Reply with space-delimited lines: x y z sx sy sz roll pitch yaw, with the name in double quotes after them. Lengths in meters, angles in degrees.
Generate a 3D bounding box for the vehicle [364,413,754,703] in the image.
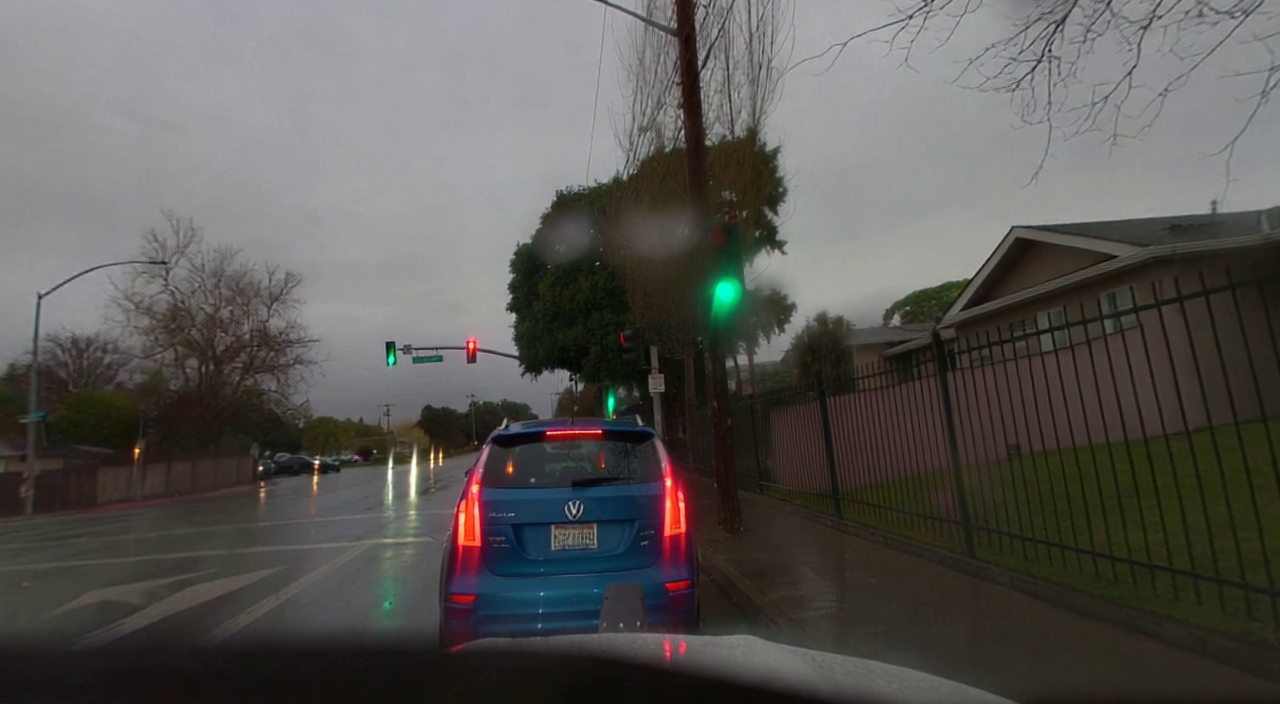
-0.671 1.361 5.221 2.024 1.502 3.702 1 -9 -9 "vehicle"
